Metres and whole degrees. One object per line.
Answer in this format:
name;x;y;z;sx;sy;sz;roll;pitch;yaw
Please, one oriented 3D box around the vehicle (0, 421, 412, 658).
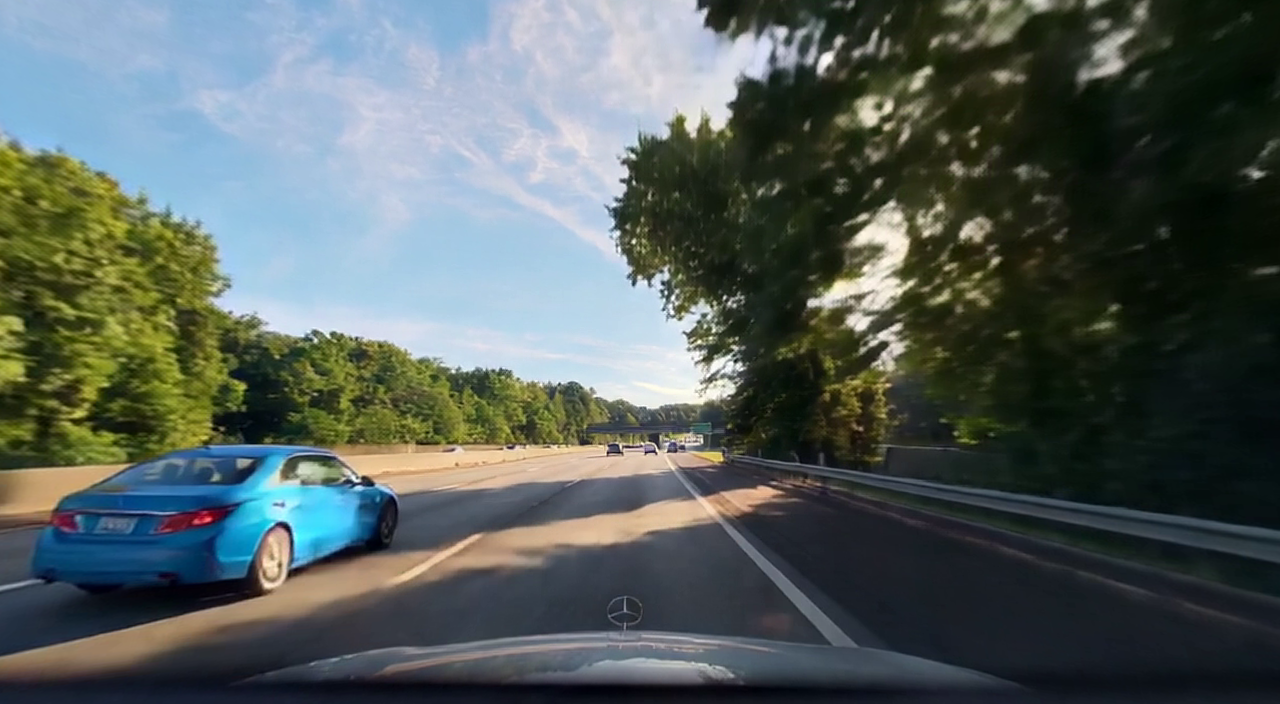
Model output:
vehicle;-4.137;1.500;6.230;1.996;1.454;4.495;0;-8;1
